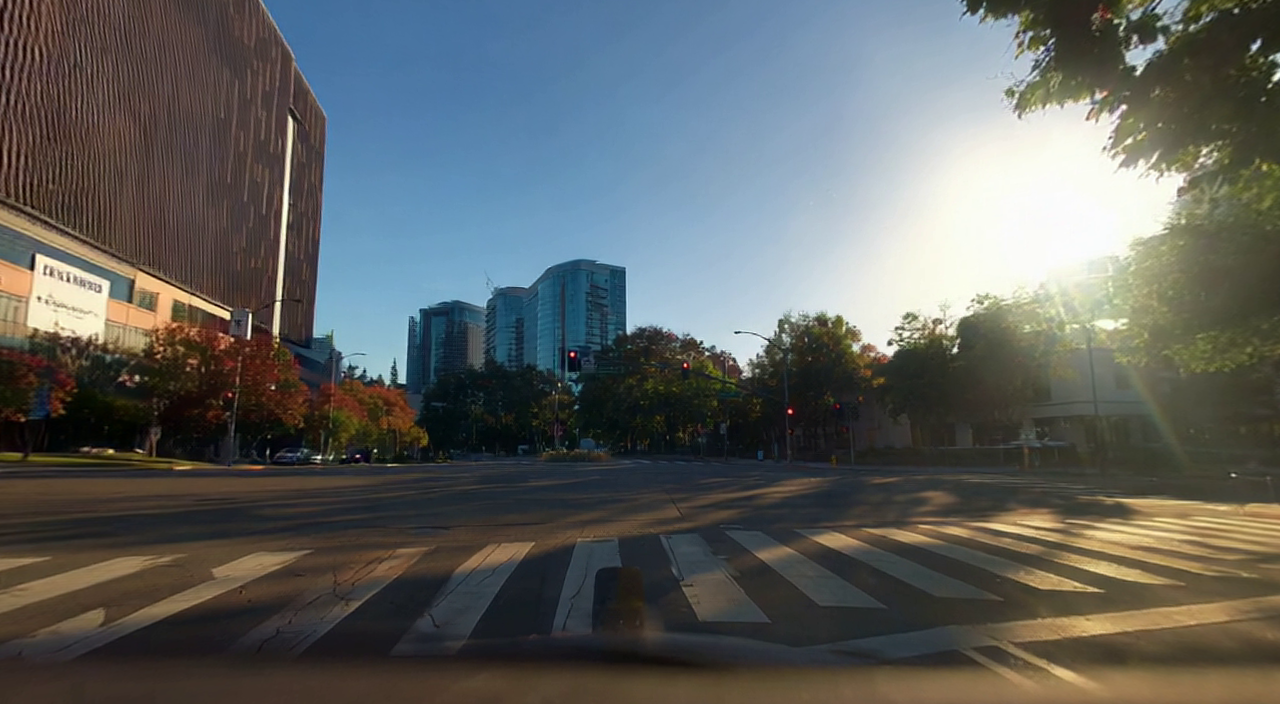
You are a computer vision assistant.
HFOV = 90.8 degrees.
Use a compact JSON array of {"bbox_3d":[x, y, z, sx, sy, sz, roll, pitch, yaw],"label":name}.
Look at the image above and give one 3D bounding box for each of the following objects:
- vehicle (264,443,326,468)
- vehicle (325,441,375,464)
[{"bbox_3d":[-21.837,6.559,40.149,2.005,1.496,4.020,1,-9,-6],"label":"vehicle"},{"bbox_3d":[-22.457,7.787,49.049,2.023,1.706,4.756,1,-9,-6],"label":"vehicle"}]
